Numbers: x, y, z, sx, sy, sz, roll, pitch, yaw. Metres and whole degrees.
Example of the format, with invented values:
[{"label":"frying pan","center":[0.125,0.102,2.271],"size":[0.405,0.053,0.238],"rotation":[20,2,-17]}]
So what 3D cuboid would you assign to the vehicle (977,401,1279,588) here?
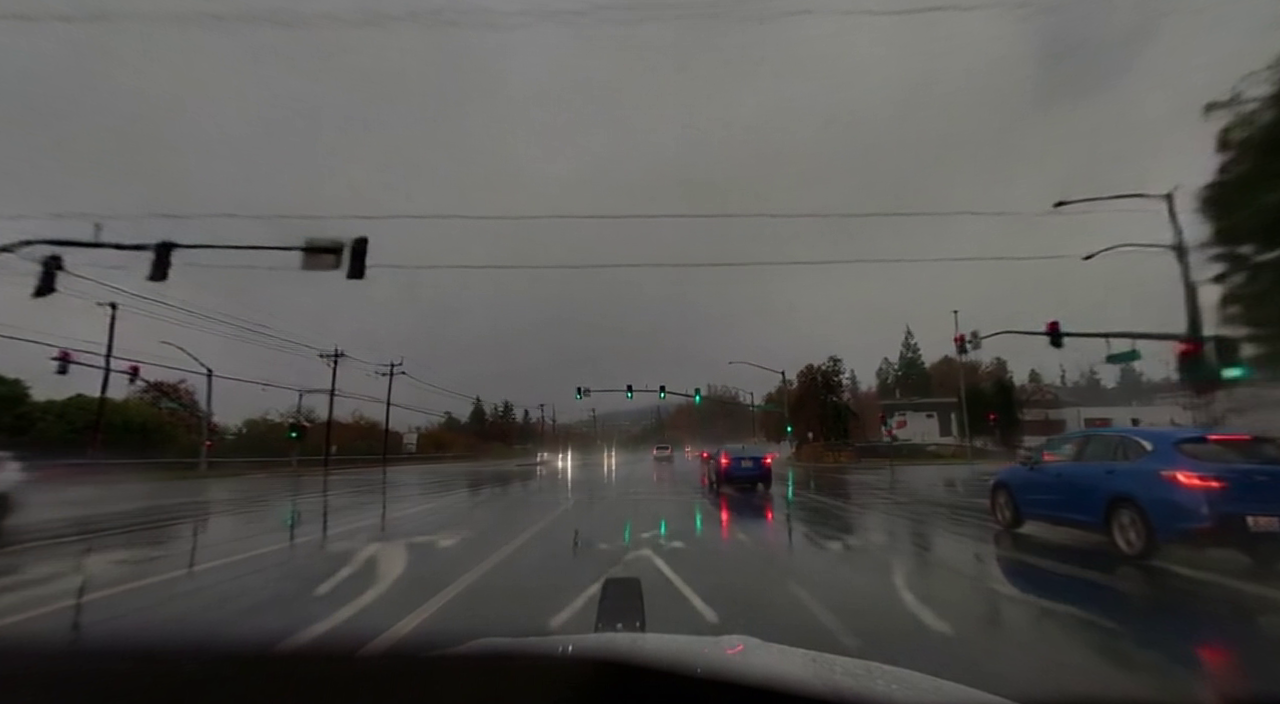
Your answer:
[{"label":"vehicle","center":[6.681,1.697,8.342],"size":[2.029,1.795,4.371],"rotation":[0,-9,0]}]

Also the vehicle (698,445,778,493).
[{"label":"vehicle","center":[3.259,3.985,21.917],"size":[2.035,1.460,4.392],"rotation":[0,-9,-1]}]
